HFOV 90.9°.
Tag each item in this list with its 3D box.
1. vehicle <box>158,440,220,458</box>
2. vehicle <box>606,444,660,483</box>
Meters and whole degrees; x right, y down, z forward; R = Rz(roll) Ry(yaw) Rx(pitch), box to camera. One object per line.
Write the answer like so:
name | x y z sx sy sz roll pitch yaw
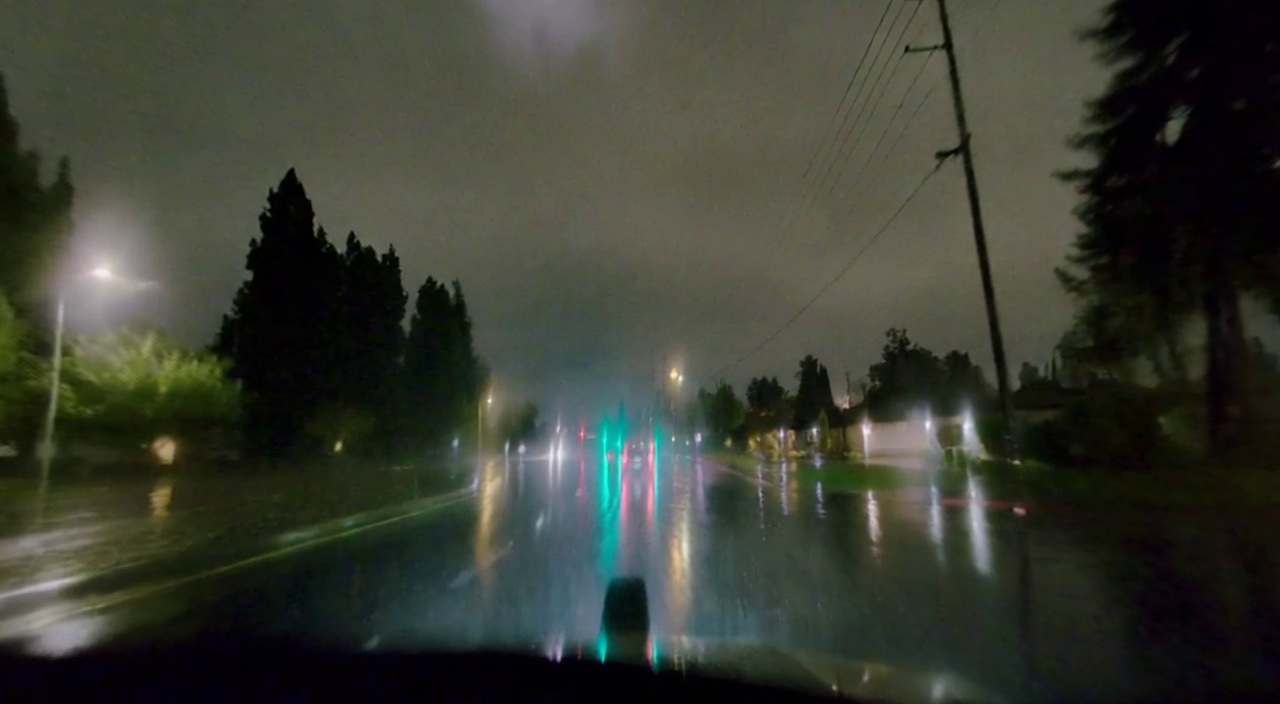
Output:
vehicle | -35.026 7.557 48.959 3.471 1.391 1.625 0 -9 -2
vehicle | -0.237 4.469 25.632 2.009 1.456 4.003 0 -8 0
